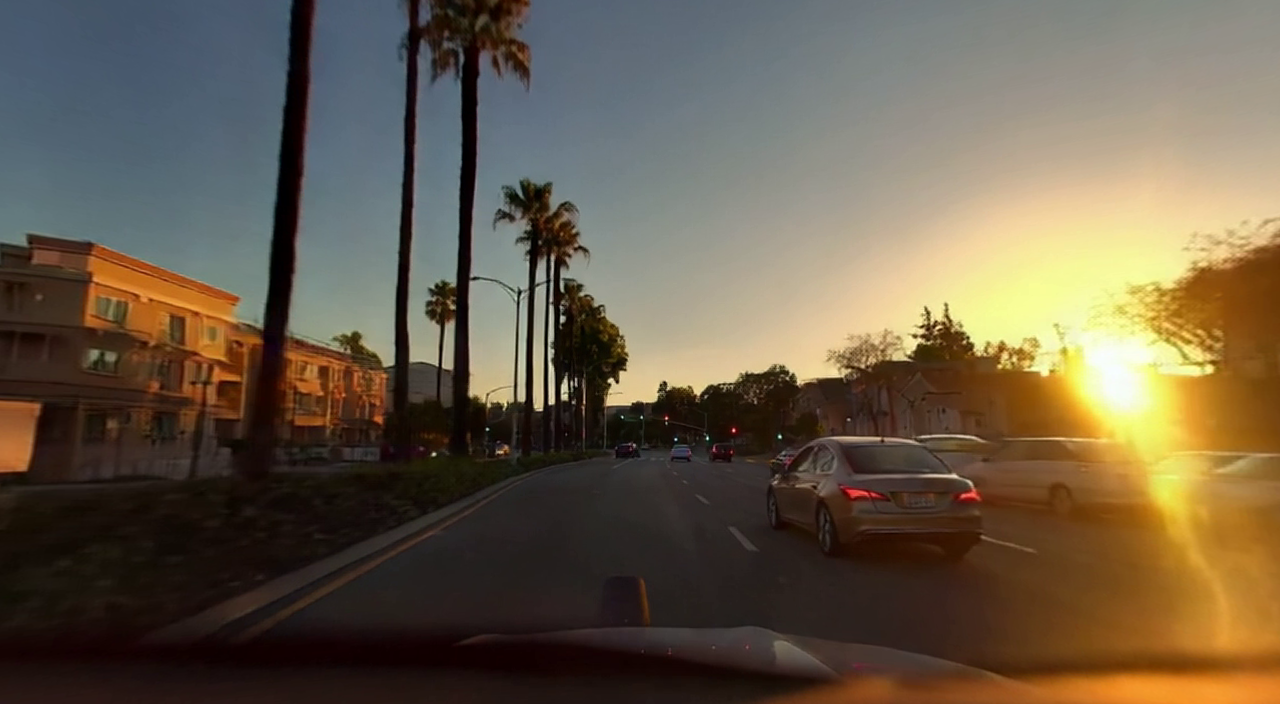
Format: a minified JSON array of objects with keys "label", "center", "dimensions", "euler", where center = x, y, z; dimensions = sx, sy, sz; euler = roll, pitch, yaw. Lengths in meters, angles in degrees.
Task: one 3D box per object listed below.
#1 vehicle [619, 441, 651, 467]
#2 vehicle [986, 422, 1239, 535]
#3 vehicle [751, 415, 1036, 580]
[{"label":"vehicle","center":[-0.318,6.937,42.996],"dimensions":[2.087,1.709,4.076],"euler":[0,-9,1]},{"label":"vehicle","center":[9.966,2.671,13.949],"dimensions":[2.060,1.908,4.679],"euler":[4,-9,1]},{"label":"vehicle","center":[2.922,1.784,8.518],"dimensions":[2.009,1.639,4.267],"euler":[0,-9,-1]}]
